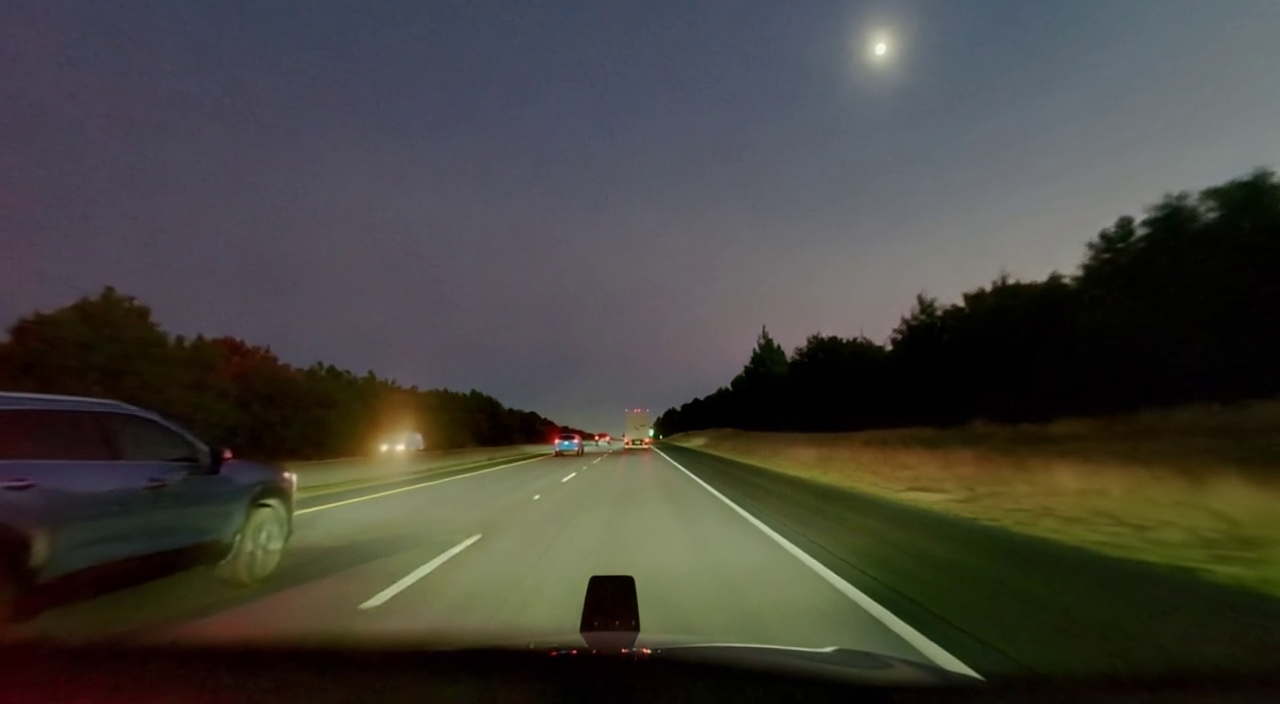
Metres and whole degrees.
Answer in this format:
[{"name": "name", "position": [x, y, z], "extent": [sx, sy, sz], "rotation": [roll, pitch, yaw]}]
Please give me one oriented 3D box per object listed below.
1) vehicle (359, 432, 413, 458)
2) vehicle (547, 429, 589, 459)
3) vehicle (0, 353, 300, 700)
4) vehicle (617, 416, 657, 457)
[{"name": "vehicle", "position": [-17.907, 6.555, 44.666], "extent": [1.902, 1.712, 4.858], "rotation": [0, -8, -1]}, {"name": "vehicle", "position": [-4.419, 5.684, 39.145], "extent": [2.049, 1.726, 4.291], "rotation": [0, -8, 0]}, {"name": "vehicle", "position": [-4.108, 0.908, 3.509], "extent": [2.045, 1.655, 4.301], "rotation": [0, -8, -1]}, {"name": "vehicle", "position": [-0.240, 5.647, 41.893], "extent": [2.526, 2.531, 5.026], "rotation": [0, -8, -1]}]
